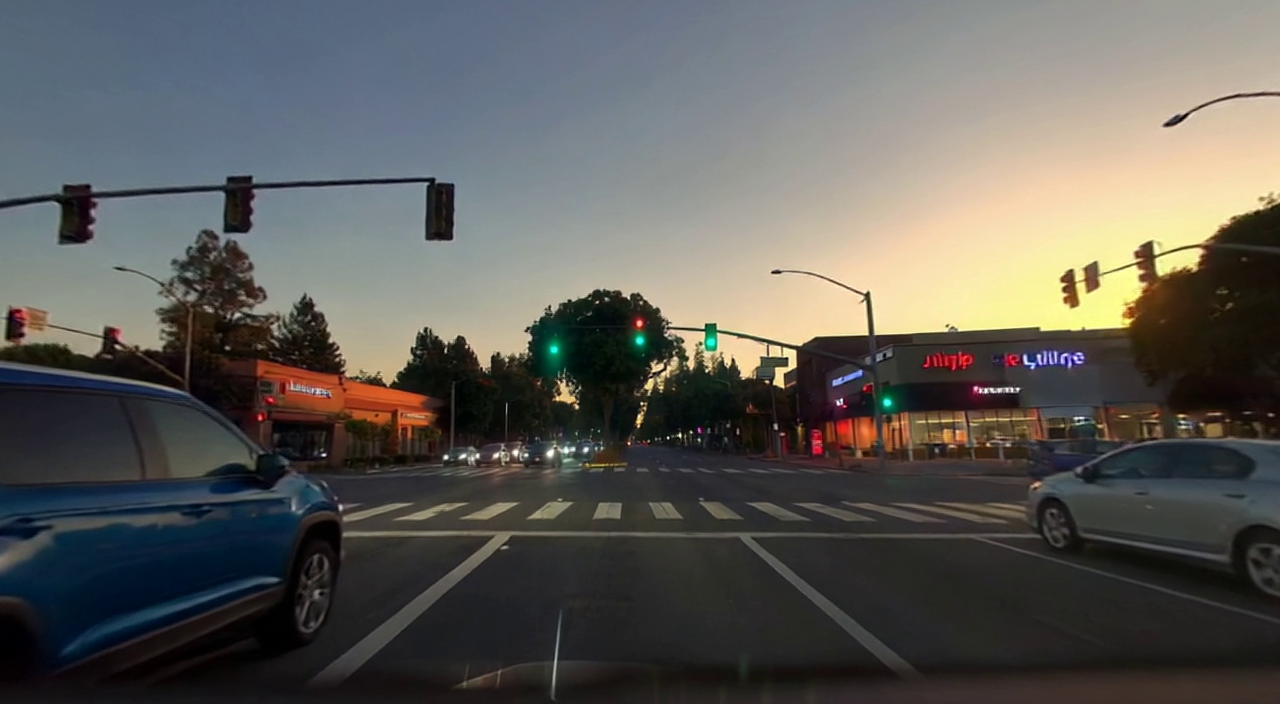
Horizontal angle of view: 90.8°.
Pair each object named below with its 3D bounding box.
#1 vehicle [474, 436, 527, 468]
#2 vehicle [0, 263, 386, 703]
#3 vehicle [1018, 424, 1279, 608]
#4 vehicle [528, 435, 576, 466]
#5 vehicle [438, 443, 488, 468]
[{"bbox_3d":[-8.445,6.120,38.776,2.273,1.791,4.809,0,-8,-1],"label":"vehicle"},{"bbox_3d":[-3.345,0.777,2.944,2.313,1.883,5.016,0,-9,-1],"label":"vehicle"},{"bbox_3d":[6.162,1.475,6.143,1.972,1.476,4.775,0,-8,-1],"label":"vehicle"},{"bbox_3d":[-5.457,6.222,40.035,2.384,1.787,5.038,0,-8,-1],"label":"vehicle"},{"bbox_3d":[-11.362,6.666,40.839,2.003,1.476,4.082,0,-8,1],"label":"vehicle"}]
